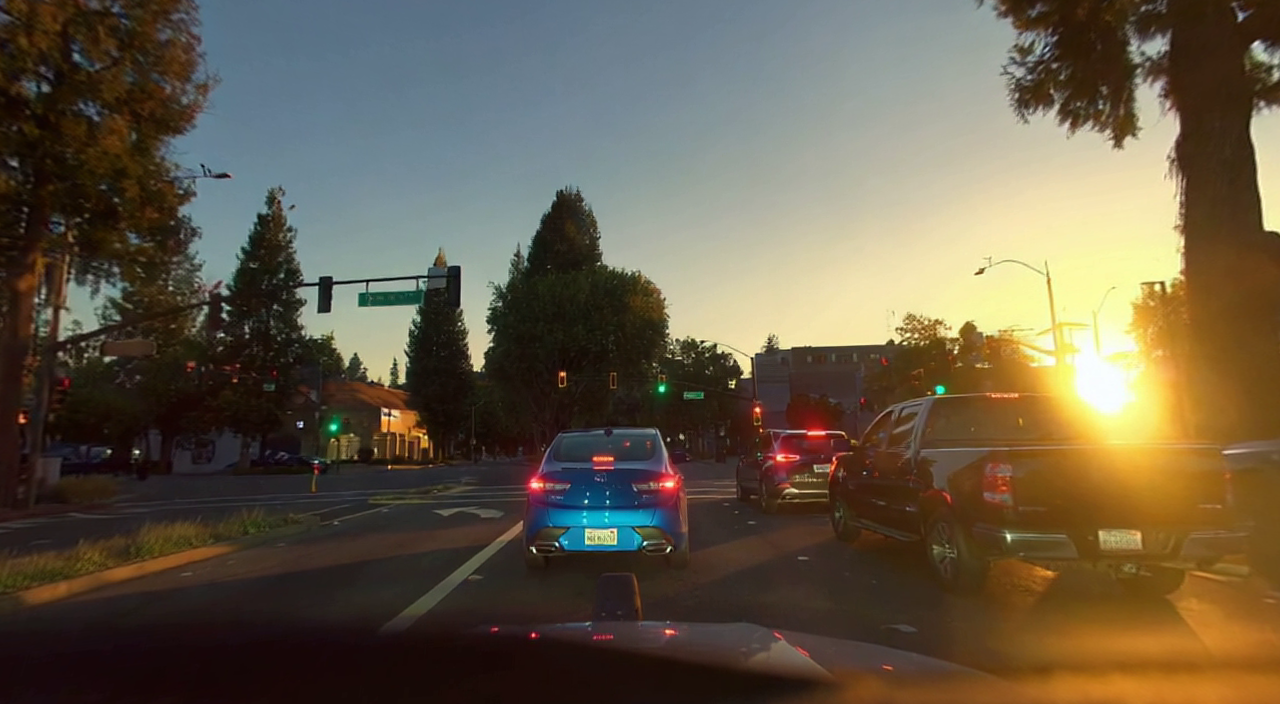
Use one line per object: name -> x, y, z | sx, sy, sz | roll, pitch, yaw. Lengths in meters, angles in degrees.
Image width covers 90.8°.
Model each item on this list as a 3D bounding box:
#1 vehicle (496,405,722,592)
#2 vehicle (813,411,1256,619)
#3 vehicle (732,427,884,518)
vehicle -> -0.274, 1.603, 7.631 | 2.037, 1.674, 3.693 | 0, -8, 0
vehicle -> 3.614, 1.565, 7.109 | 1.955, 1.550, 4.587 | 0, -8, -1
vehicle -> 3.378, 2.512, 13.689 | 2.031, 1.626, 4.264 | 0, -8, -1
